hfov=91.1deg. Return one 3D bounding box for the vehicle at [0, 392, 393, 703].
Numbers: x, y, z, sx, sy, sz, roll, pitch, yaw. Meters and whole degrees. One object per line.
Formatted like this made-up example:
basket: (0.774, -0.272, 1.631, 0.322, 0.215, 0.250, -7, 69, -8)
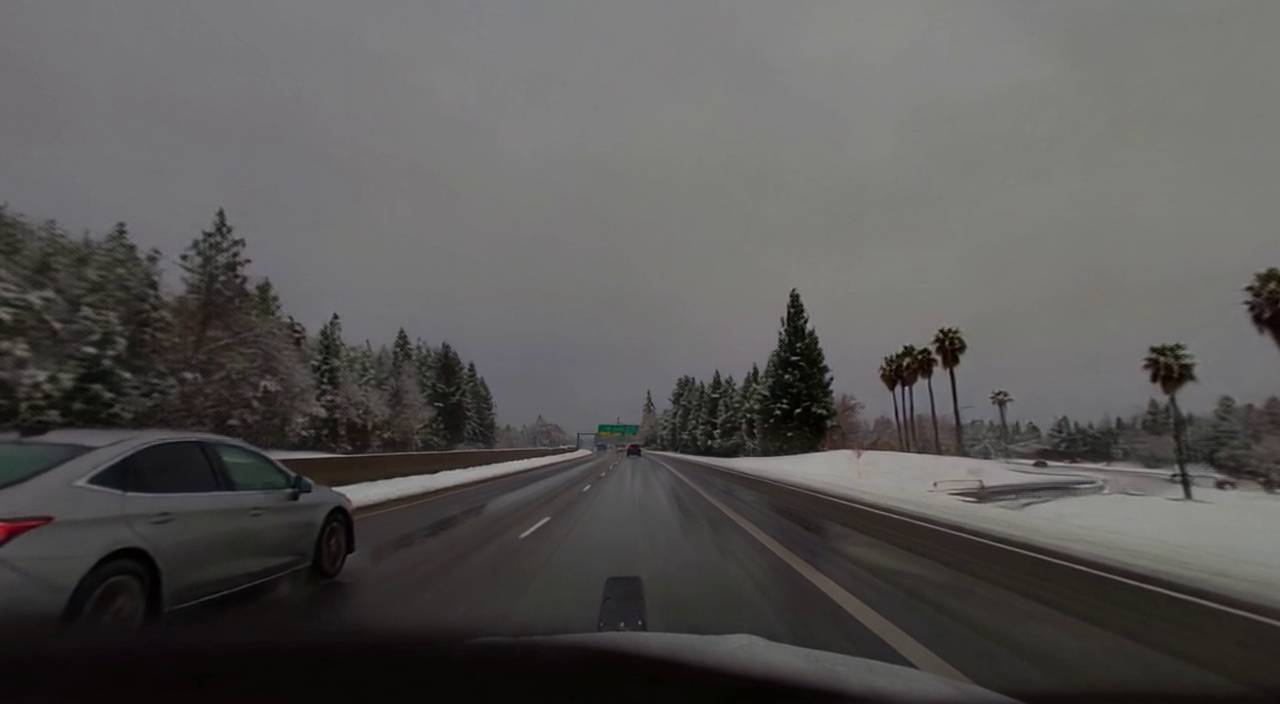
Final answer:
vehicle: (-3.712, 1.186, 4.227, 2.092, 1.562, 4.748, 0, -8, 1)
